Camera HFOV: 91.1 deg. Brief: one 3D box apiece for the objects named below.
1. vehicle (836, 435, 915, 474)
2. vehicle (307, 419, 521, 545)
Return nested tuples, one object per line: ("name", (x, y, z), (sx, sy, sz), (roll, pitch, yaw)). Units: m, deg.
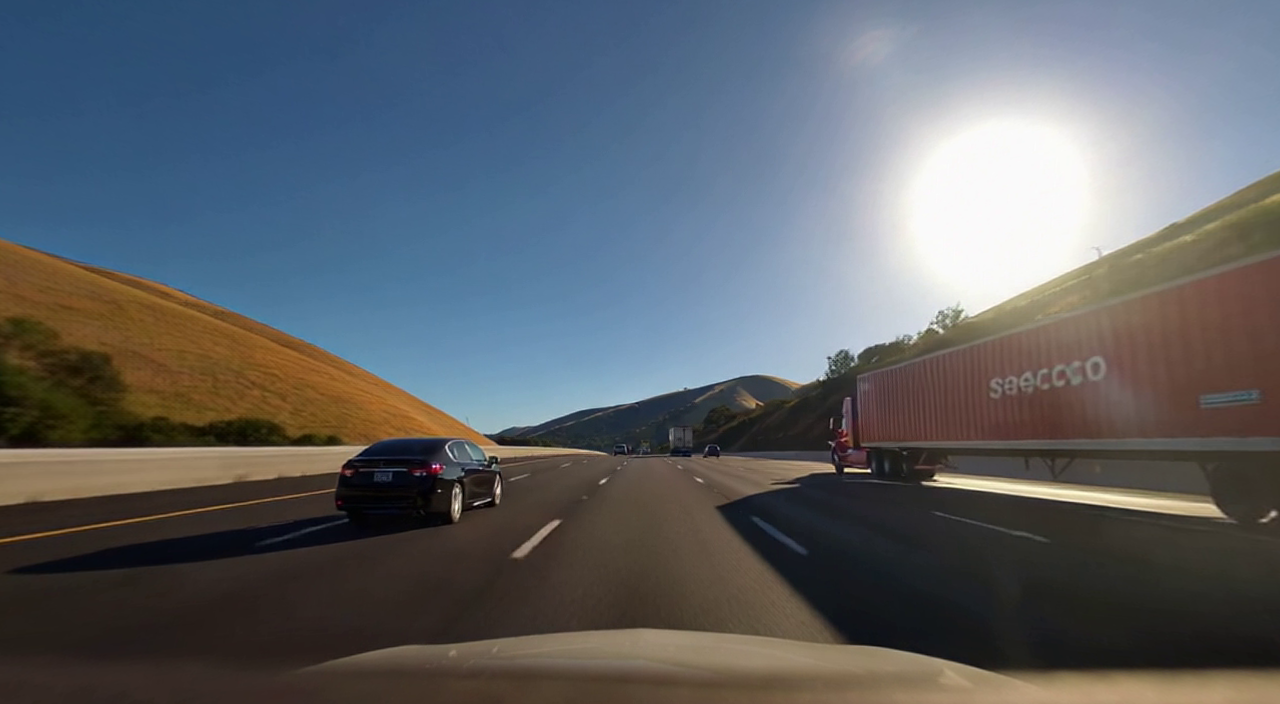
("vehicle", (11.301, 4.960, 30.536), (2.062, 1.736, 4.589), (0, -8, 0))
("vehicle", (-3.297, 1.969, 10.112), (1.967, 1.615, 3.886), (0, -8, 0))
